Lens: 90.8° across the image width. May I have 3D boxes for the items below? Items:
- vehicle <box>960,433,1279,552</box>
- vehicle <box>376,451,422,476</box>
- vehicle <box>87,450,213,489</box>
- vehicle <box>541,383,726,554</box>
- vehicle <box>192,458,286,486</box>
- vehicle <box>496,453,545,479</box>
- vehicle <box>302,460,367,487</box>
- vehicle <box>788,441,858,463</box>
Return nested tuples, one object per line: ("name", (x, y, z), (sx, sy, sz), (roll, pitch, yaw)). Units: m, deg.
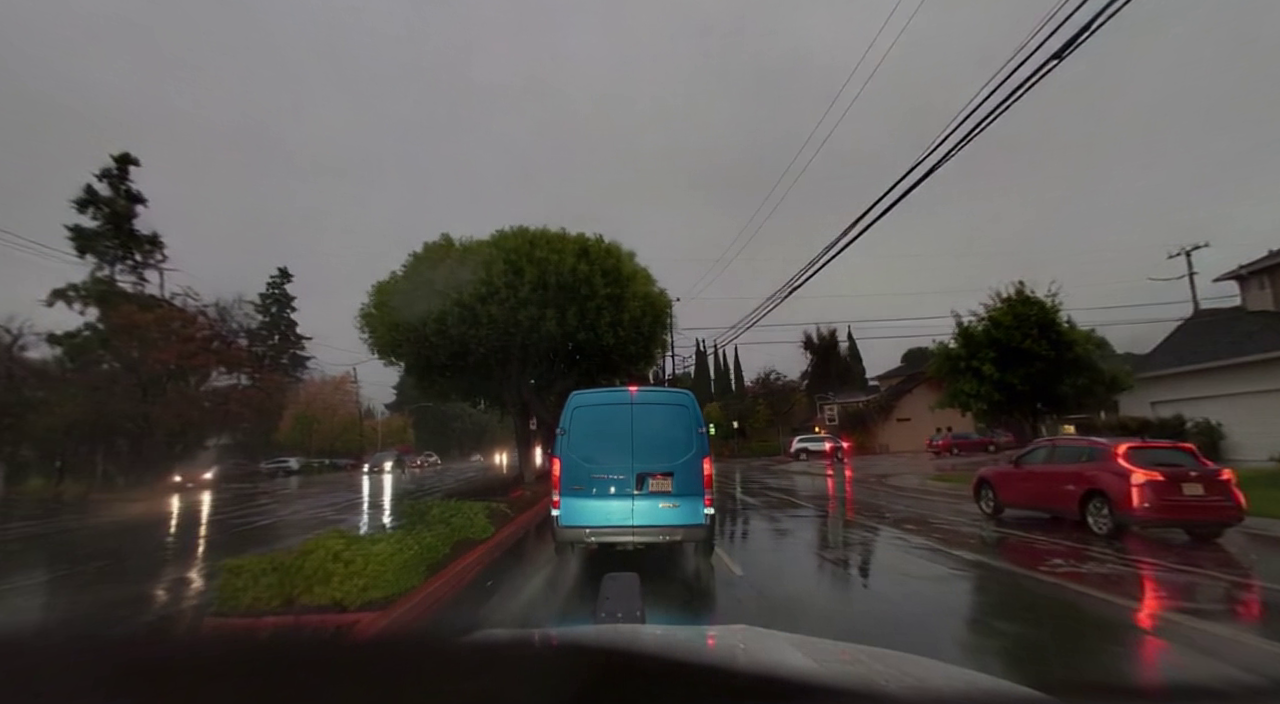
("vehicle", (7.346, 2.134, 10.310), (1.883, 1.504, 4.220), (0, -9, -2))
("vehicle", (-17.970, 8.305, 47.320), (1.841, 1.769, 4.105), (0, -9, -1))
("vehicle", (-26.885, 6.459, 34.802), (5.026, 2.017, 2.215), (0, -9, -1))
("vehicle", (-0.234, 1.828, 10.491), (2.342, 2.142, 4.809), (0, -9, -4))
("vehicle", (-27.331, 8.197, 43.191), (4.972, 1.776, 2.057), (0, -9, -1))
("vehicle", (-7.252, 6.973, 38.845), (1.962, 1.481, 4.434), (-1, -9, 2))
("vehicle", (-18.392, 7.292, 38.250), (1.816, 1.445, 4.120), (0, -9, 1))
("vehicle", (13.106, 7.189, 45.421), (4.483, 1.463, 1.805), (0, -9, -1))
